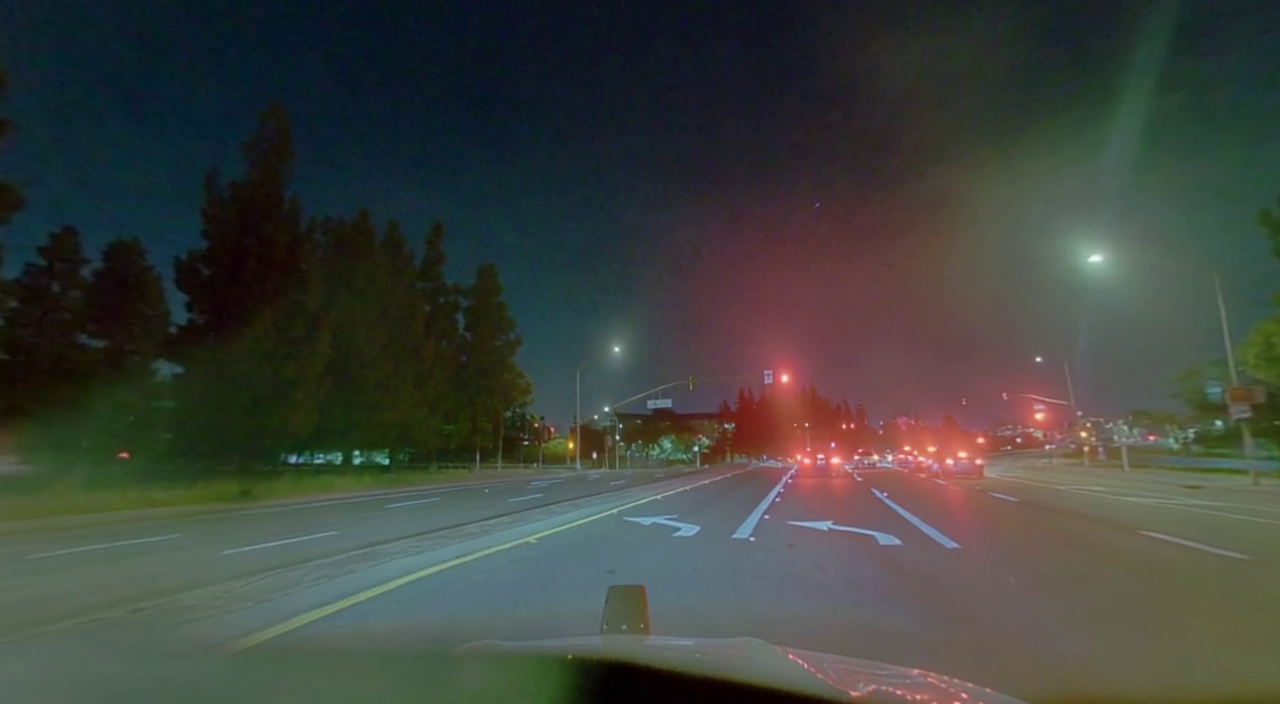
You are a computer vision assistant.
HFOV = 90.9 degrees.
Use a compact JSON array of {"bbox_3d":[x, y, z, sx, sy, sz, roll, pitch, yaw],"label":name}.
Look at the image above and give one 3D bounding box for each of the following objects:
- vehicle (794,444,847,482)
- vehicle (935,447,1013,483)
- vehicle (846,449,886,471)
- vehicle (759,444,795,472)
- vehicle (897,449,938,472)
[{"bbox_3d":[8.189,5.012,28.742,2.078,1.578,4.107,-3,-9,15],"label":"vehicle"},{"bbox_3d":[14.320,4.847,27.289,1.884,1.422,4.262,-3,-9,13],"label":"vehicle"},{"bbox_3d":[15.521,7.423,43.506,2.063,1.476,4.361,-3,-9,14],"label":"vehicle"},{"bbox_3d":[9.660,7.370,44.102,2.245,1.800,4.522,-2,-9,14],"label":"vehicle"},{"bbox_3d":[19.299,7.565,44.047,1.901,1.484,4.093,-2,-9,14],"label":"vehicle"}]
